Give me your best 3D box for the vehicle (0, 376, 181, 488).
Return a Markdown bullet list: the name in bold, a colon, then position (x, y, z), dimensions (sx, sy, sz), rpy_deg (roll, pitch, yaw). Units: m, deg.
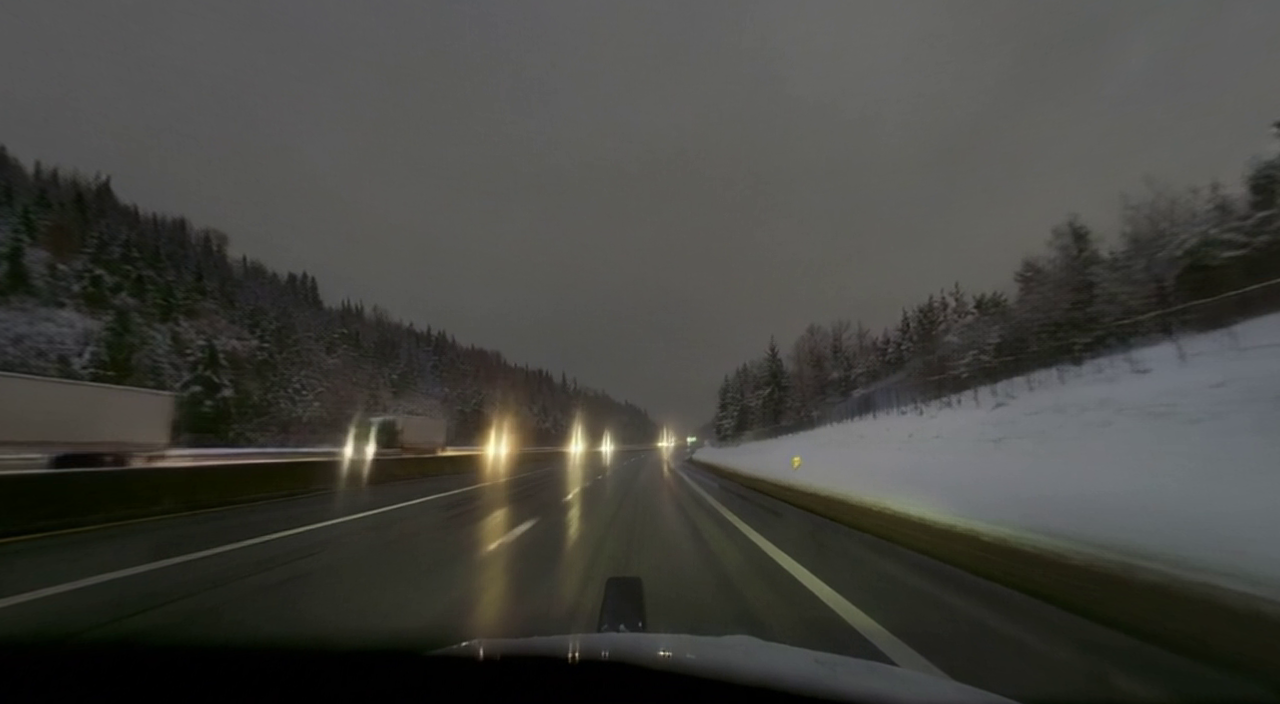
- **vehicle**: position (-23.218, 2.904, 22.648), dimensions (2.918, 3.747, 13.877), rpy_deg (0, -9, 1)
